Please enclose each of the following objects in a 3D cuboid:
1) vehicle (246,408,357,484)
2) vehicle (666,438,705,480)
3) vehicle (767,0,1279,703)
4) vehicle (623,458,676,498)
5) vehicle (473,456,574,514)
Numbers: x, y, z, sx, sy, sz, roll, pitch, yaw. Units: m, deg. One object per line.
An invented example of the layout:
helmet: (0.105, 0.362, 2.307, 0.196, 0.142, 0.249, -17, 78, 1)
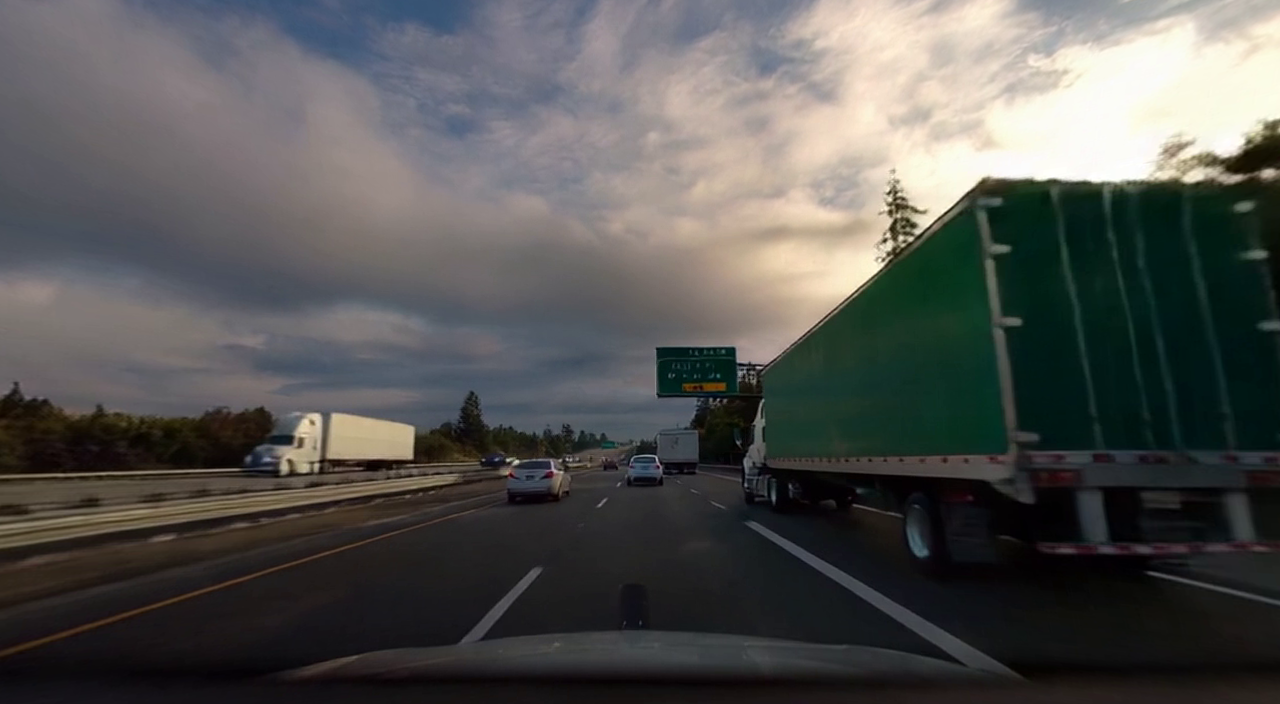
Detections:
vehicle: (-19.597, 5.526, 37.004, 3.015, 4.041, 5.879, 0, -9, 0)
vehicle: (3.582, 8.227, 48.397, 2.650, 2.978, 6.937, -1, -10, 6)
vehicle: (4.759, 1.021, 9.789, 2.877, 4.035, 13.897, 0, -9, 1)
vehicle: (0.374, 5.256, 26.650, 2.089, 1.516, 4.191, 0, -9, 0)
vehicle: (-3.281, 3.846, 18.657, 2.105, 1.467, 4.099, 0, -9, 1)
